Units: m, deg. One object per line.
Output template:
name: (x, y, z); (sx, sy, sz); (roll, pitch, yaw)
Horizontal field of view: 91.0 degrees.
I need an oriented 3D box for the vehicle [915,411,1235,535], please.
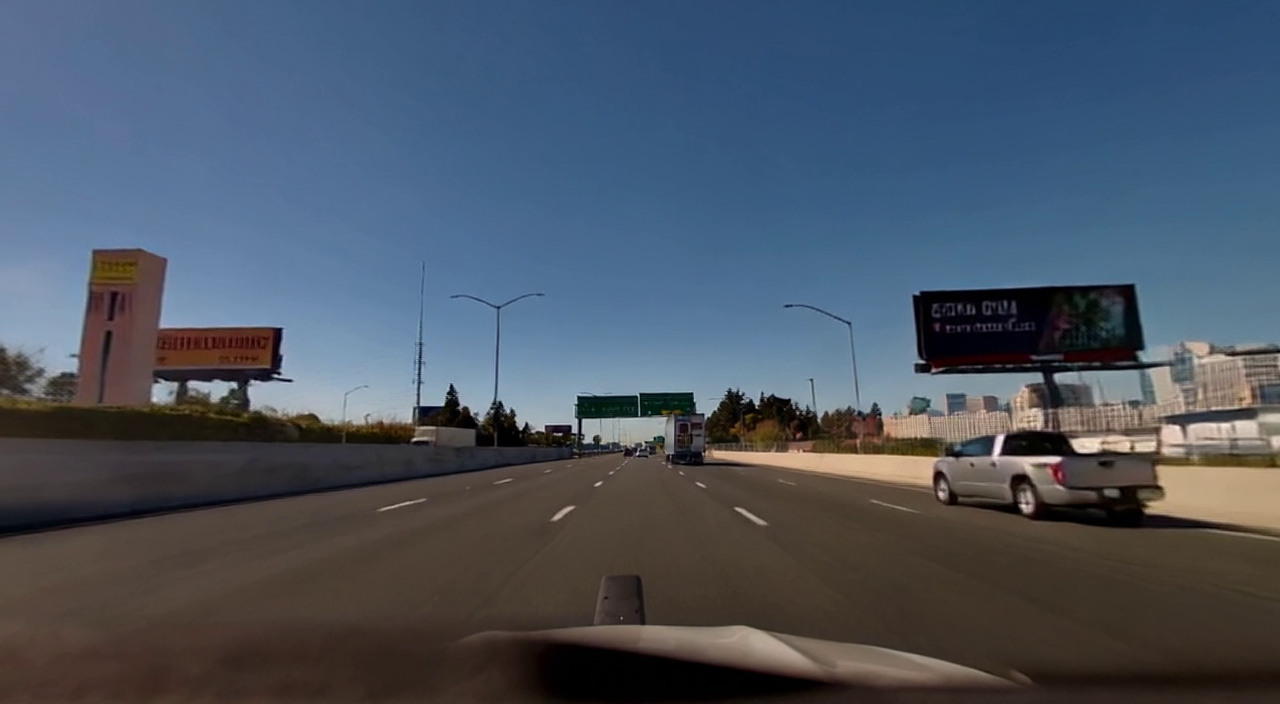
vehicle: (8.062, 2.331, 12.663); (2.544, 1.947, 5.288); (0, -9, -1)
